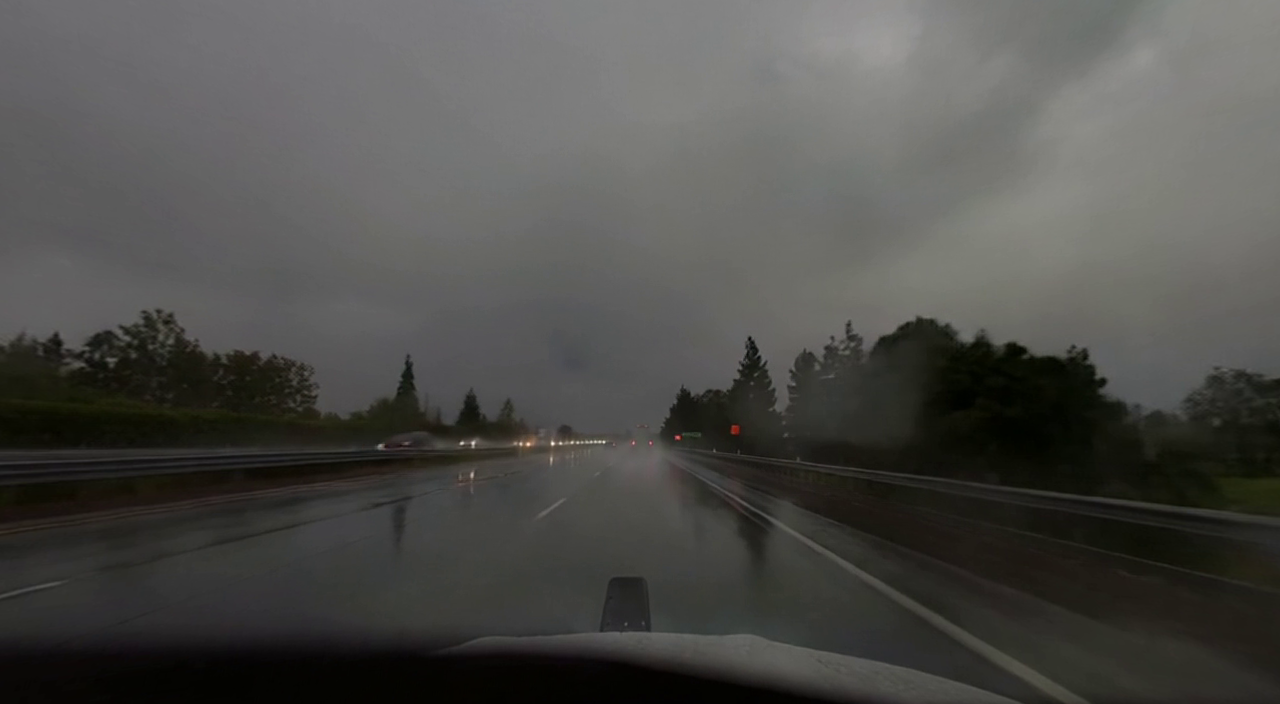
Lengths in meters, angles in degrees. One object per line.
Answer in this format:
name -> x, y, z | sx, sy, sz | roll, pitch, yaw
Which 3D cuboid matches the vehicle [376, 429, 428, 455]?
vehicle -> -16.113, 6.107, 42.766 | 1.811, 1.674, 4.243 | 0, -8, 1
